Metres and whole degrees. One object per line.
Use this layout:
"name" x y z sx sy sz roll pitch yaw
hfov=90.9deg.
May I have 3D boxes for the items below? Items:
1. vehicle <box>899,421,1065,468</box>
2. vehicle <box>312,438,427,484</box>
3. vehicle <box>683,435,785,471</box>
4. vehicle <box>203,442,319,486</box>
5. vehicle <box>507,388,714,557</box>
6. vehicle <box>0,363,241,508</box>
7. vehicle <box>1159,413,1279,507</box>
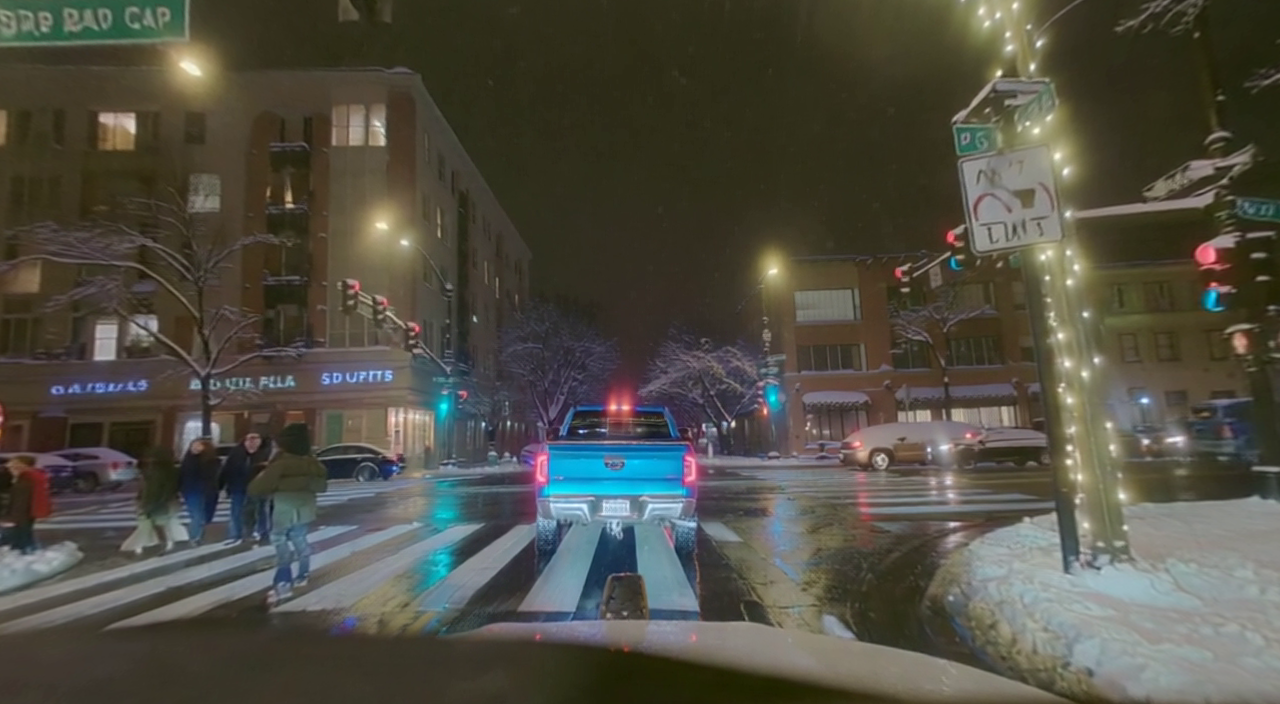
"vehicle" 11.634 3.176 21.668 4.600 1.506 1.878 0 -8 -2
"vehicle" -13.205 5.312 30.967 4.799 1.909 2.011 -3 -7 2
"vehicle" 4.299 4.691 29.420 4.515 1.583 1.920 -1 -8 3
"vehicle" -18.599 5.500 31.091 4.398 2.057 1.959 0 -8 -2
"vehicle" -0.511 1.856 10.441 2.477 2.020 5.534 0 -8 -4
"vehicle" -22.088 2.907 22.061 13.729 4.662 3.300 0 -8 0
"vehicle" 13.049 1.995 12.085 4.082 1.613 2.211 -3 -12 0
